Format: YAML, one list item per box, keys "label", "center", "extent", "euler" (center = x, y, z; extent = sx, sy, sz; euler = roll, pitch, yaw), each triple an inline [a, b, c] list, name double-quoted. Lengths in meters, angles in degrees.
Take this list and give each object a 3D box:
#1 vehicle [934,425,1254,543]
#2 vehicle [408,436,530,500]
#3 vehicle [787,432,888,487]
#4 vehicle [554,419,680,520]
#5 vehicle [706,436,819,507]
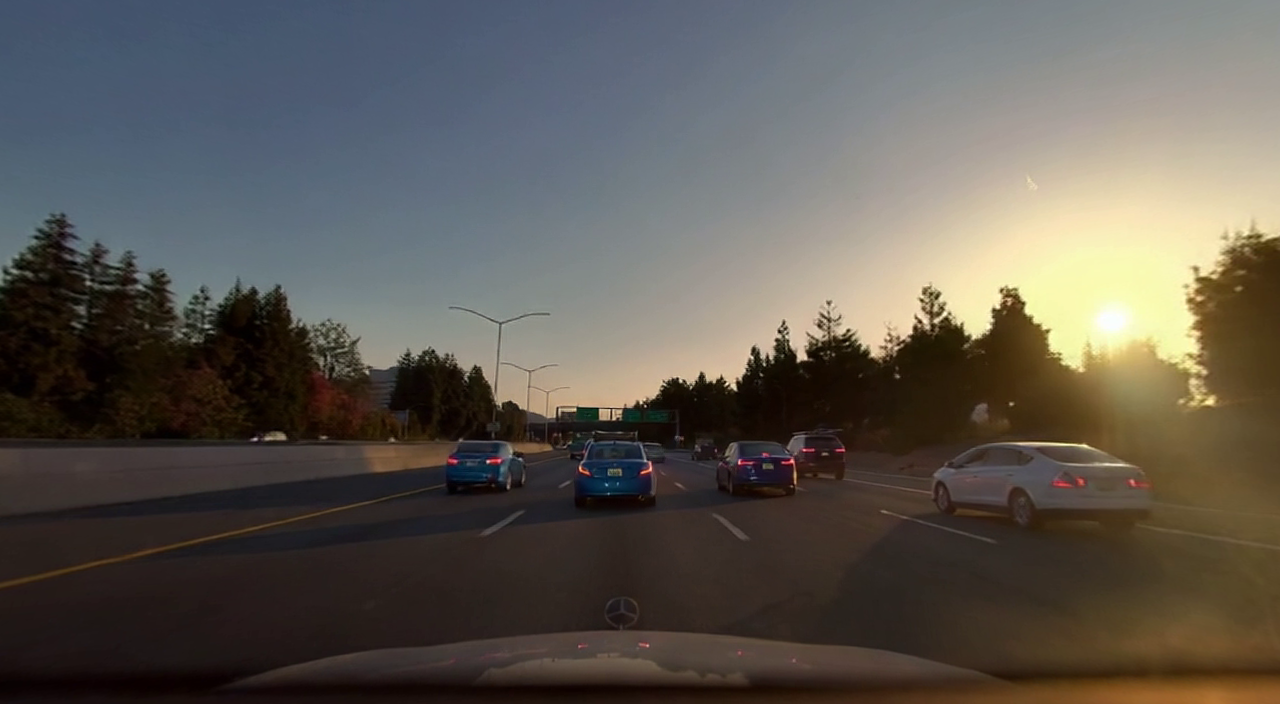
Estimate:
- label: "vehicle"
  center: [7.547, 2.234, 11.304]
  extent: [2.106, 1.641, 4.671]
  euler: [1, -9, -2]
- label: "vehicle"
  center: [-4.605, 3.205, 17.815]
  extent: [2.071, 1.537, 4.912]
  euler: [0, -9, 0]
- label: "vehicle"
  center: [6.861, 3.805, 22.439]
  extent: [2.022, 1.735, 4.400]
  euler: [1, -9, -2]
- label: "vehicle"
  center: [-0.420, 2.346, 13.010]
  extent: [2.181, 1.728, 3.970]
  euler: [0, -9, -1]
- label: "vehicle"
  center: [2.912, 2.947, 15.973]
  extent: [1.975, 1.532, 4.227]
  euler: [1, -9, -1]
